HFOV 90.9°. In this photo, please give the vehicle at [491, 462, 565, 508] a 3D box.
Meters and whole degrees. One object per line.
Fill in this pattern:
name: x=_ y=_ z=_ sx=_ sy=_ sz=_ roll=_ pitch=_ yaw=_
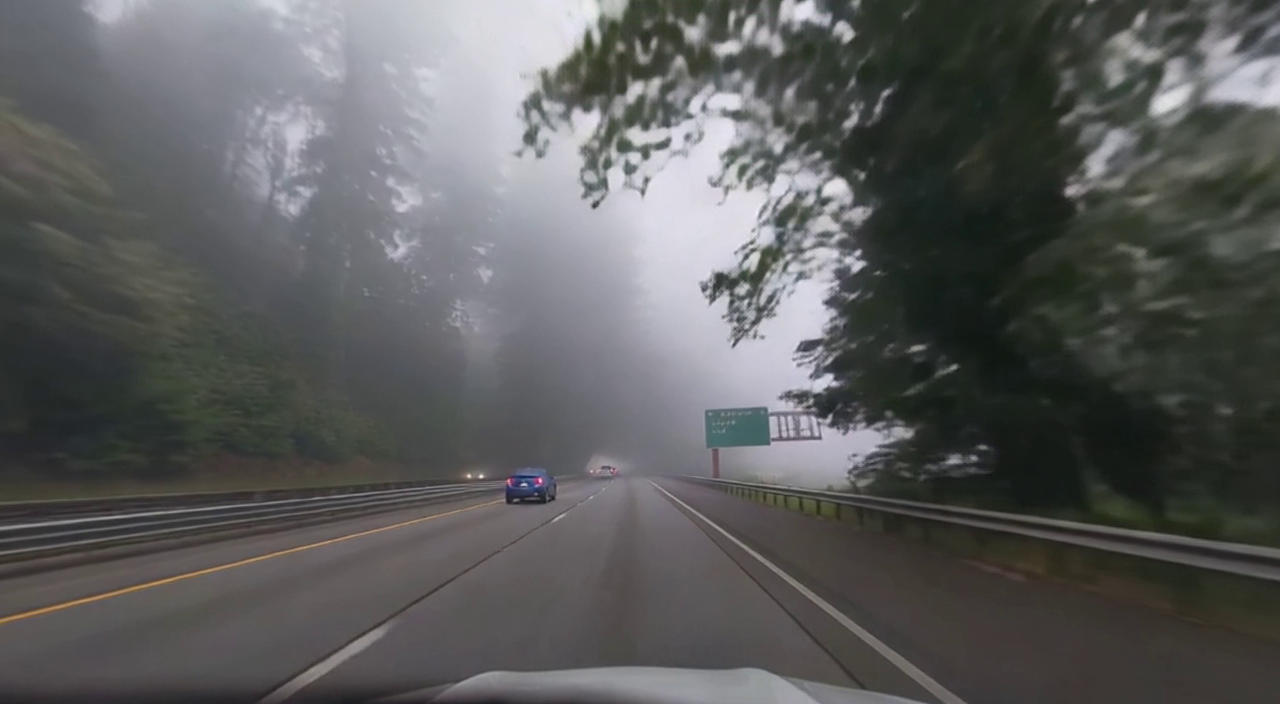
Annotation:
vehicle: x=-4.102 y=4.959 z=23.724 sx=1.954 sy=1.509 sz=4.094 roll=1 pitch=-10 yaw=1
